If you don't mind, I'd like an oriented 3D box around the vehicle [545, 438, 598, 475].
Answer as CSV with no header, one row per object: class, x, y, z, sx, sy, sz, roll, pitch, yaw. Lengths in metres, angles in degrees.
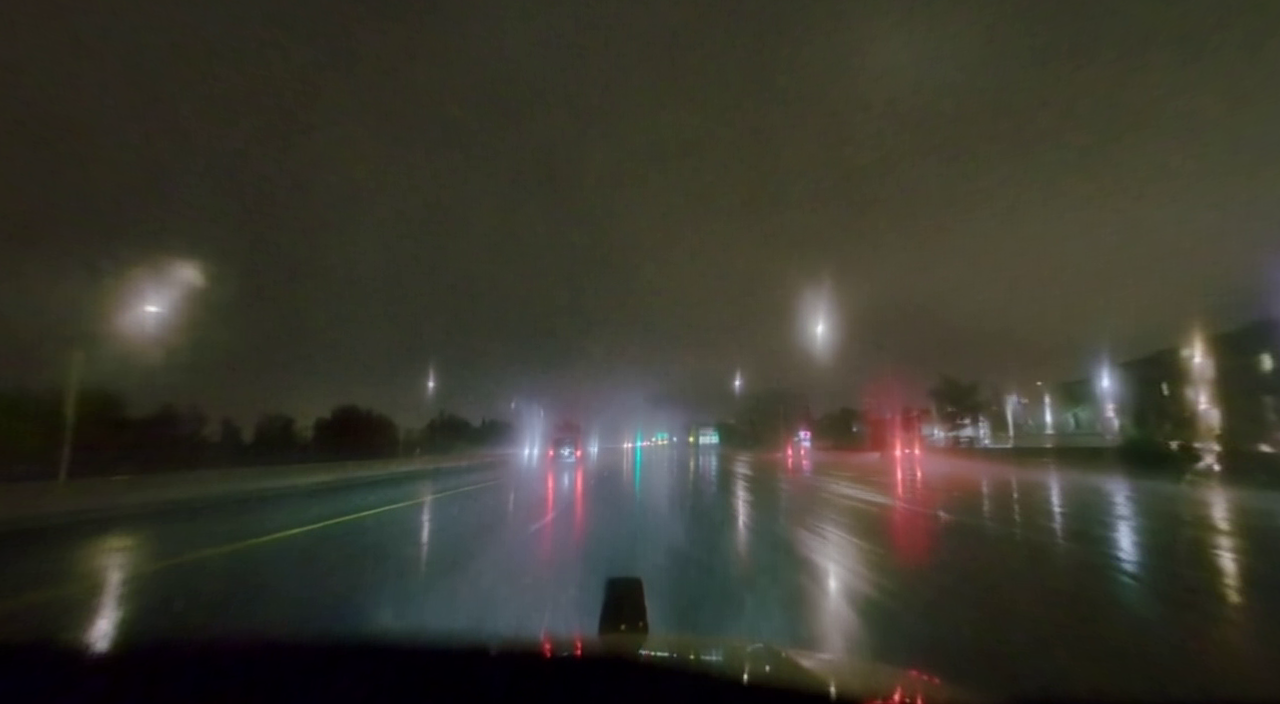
vehicle,-3.377,5.209,31.799,2.072,1.706,4.359,0,-8,2
